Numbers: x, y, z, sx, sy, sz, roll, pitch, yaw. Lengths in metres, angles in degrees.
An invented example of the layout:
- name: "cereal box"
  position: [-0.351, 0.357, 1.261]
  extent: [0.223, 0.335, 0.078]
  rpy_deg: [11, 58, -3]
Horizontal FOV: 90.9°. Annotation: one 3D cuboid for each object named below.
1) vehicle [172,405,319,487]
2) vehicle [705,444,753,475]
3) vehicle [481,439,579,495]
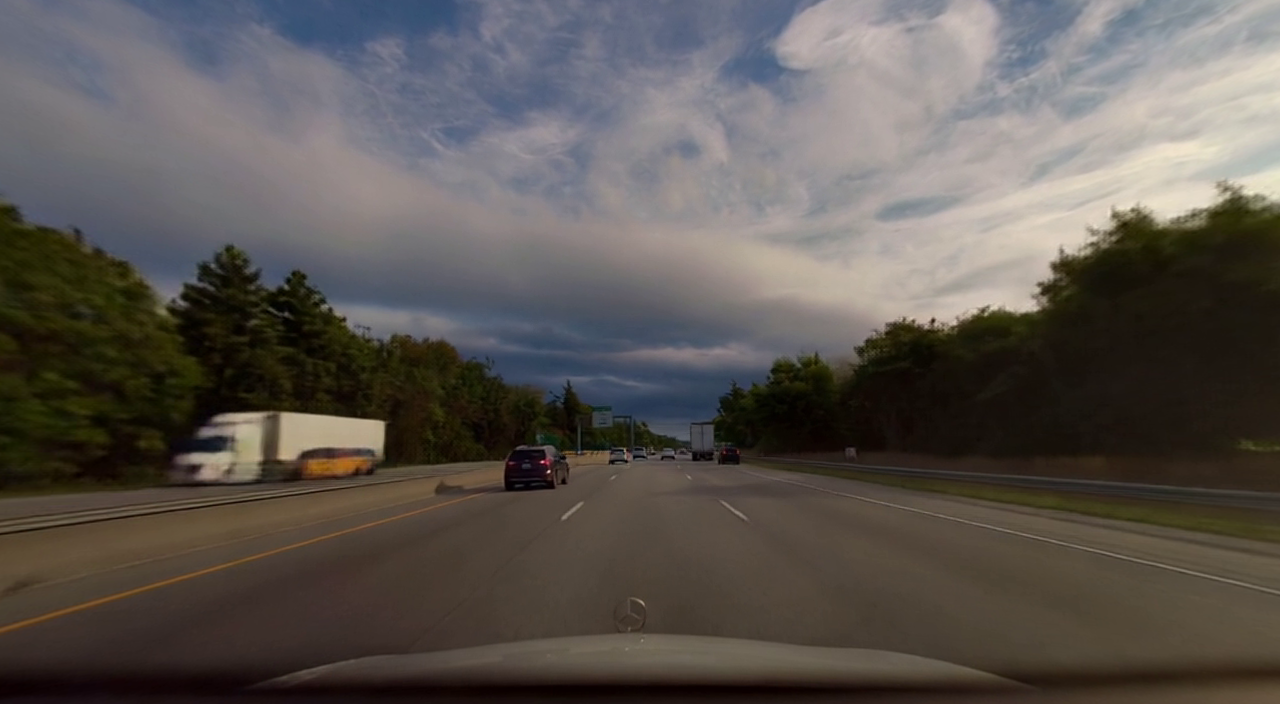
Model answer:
- name: "vehicle"
  position: [-18.817, 4.576, 30.600]
  extent: [3.027, 3.574, 5.837]
  rpy_deg: [0, -9, 2]
- name: "vehicle"
  position: [4.904, 5.974, 35.253]
  extent: [2.176, 1.598, 3.878]
  rpy_deg: [0, -9, 1]
- name: "vehicle"
  position: [-3.329, 3.613, 20.132]
  extent: [2.085, 1.530, 4.809]
  rpy_deg: [0, -9, 2]
